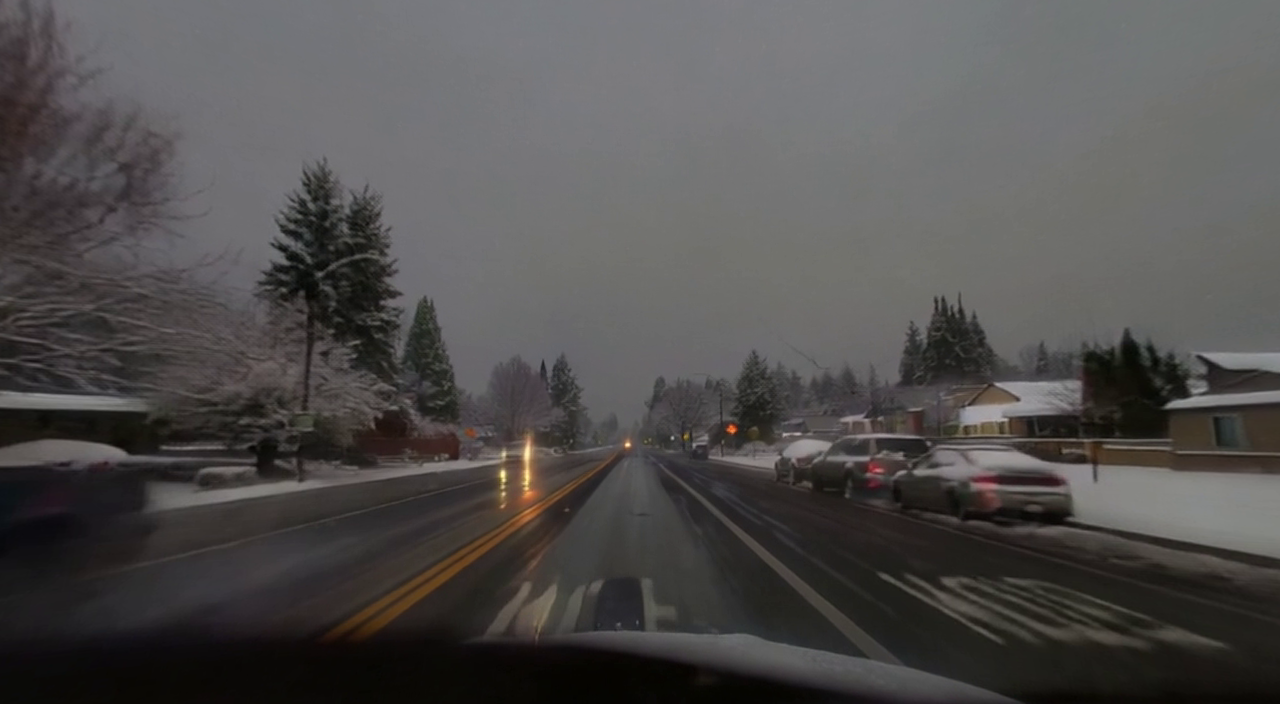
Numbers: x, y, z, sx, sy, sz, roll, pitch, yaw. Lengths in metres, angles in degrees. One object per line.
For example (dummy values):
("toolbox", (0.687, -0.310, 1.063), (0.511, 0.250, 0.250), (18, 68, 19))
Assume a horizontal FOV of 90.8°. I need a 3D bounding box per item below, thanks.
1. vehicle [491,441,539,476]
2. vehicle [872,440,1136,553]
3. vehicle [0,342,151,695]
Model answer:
("vehicle", (-7.085, 6.074, 36.150), (1.907, 1.860, 3.840), (0, -8, 0))
("vehicle", (6.344, 2.516, 11.841), (2.226, 1.682, 4.461), (0, -8, -1))
("vehicle", (-4.373, 0.630, 1.609), (2.050, 1.841, 5.290), (0, -8, -1))
